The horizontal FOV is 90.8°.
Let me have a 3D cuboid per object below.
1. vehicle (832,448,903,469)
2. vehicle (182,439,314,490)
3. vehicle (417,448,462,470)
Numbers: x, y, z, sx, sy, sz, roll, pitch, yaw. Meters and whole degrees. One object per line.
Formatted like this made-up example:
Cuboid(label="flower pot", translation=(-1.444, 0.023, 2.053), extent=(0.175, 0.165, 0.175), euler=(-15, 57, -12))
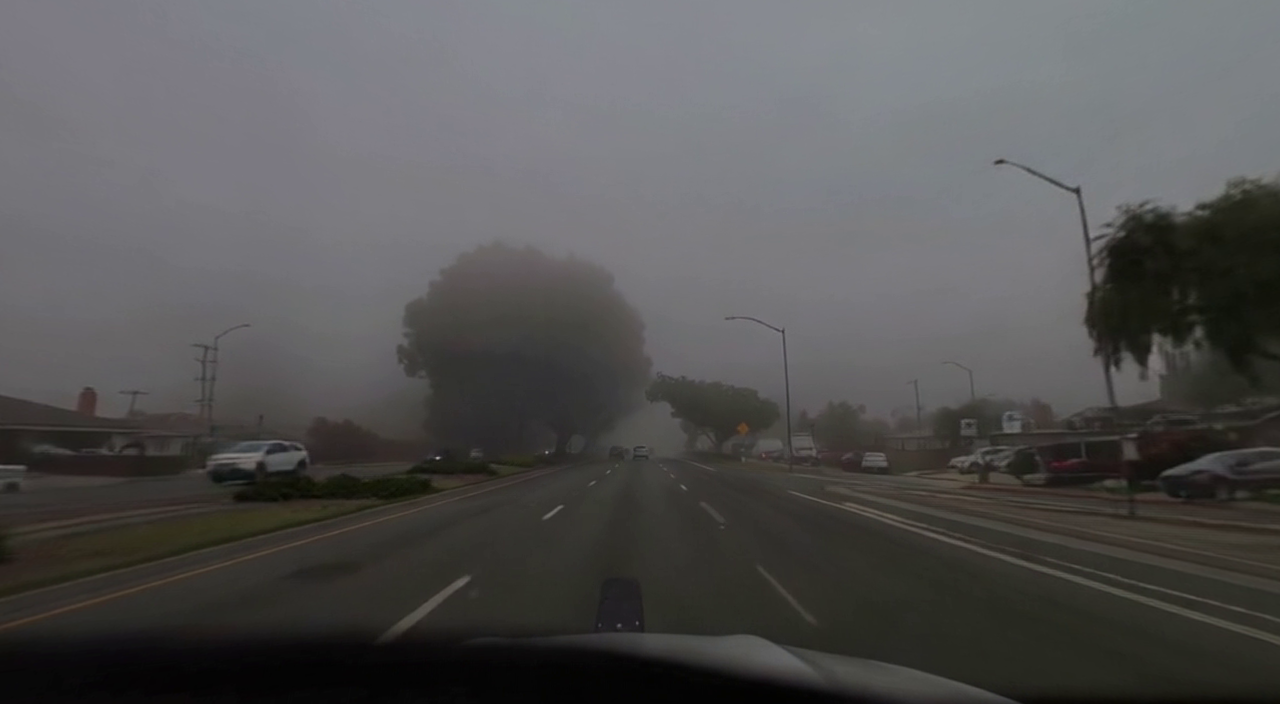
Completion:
Cuboid(label="vehicle", translation=(16.124, 7.539, 45.037), extent=(1.826, 1.420, 4.533), euler=(5, -10, -31))
Cuboid(label="vehicle", translation=(-15.077, 4.337, 24.714), extent=(1.999, 1.773, 4.851), euler=(0, -9, 1))
Cuboid(label="vehicle", translation=(-14.768, 7.922, 46.825), extent=(1.929, 1.506, 4.125), euler=(0, -9, 1))
